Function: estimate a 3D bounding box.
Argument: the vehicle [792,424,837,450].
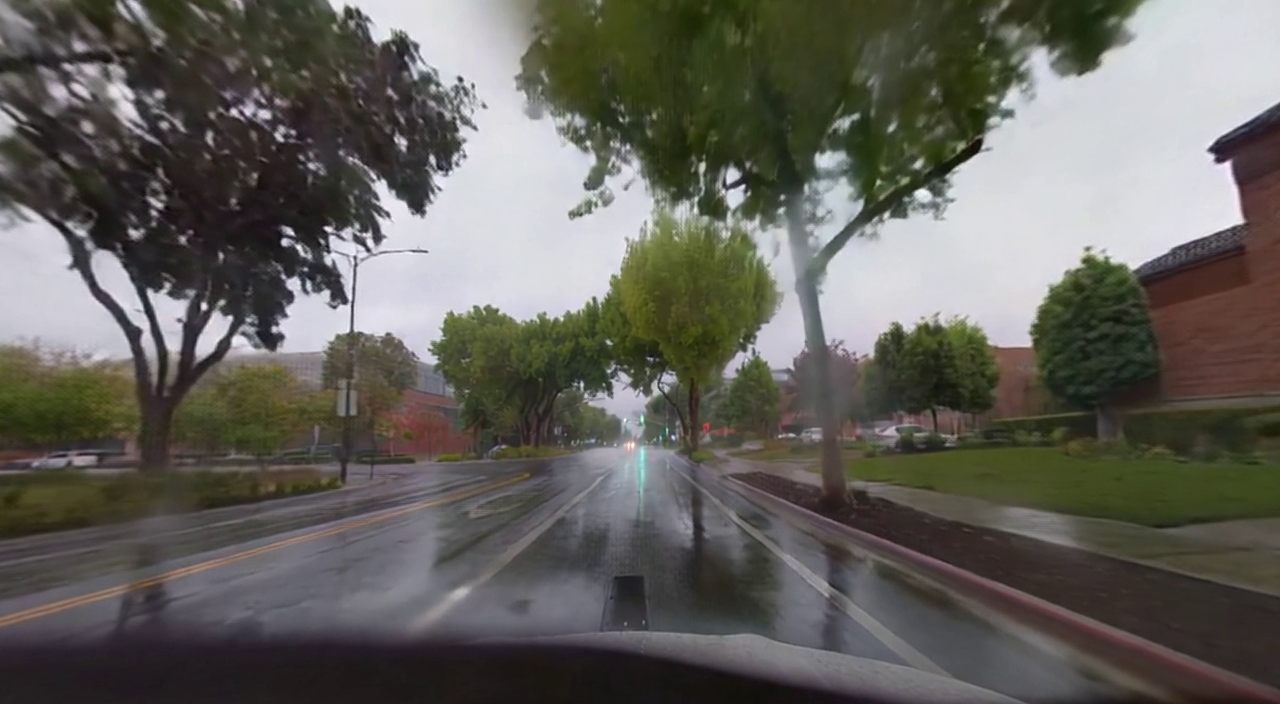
[{"bbox_3d":[11.949,5.915,43.559,2.036,1.636,4.995,0,-8,5],"label":"vehicle"}]

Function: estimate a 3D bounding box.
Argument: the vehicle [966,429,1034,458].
[{"bbox_3d":[20.750,5.302,36.528,1.766,1.560,3.695,0,-8,0],"label":"vehicle"}]

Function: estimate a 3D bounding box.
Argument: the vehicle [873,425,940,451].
[{"bbox_3d":[15.367,5.028,36.608,1.866,1.420,4.447,0,-8,0],"label":"vehicle"}]
